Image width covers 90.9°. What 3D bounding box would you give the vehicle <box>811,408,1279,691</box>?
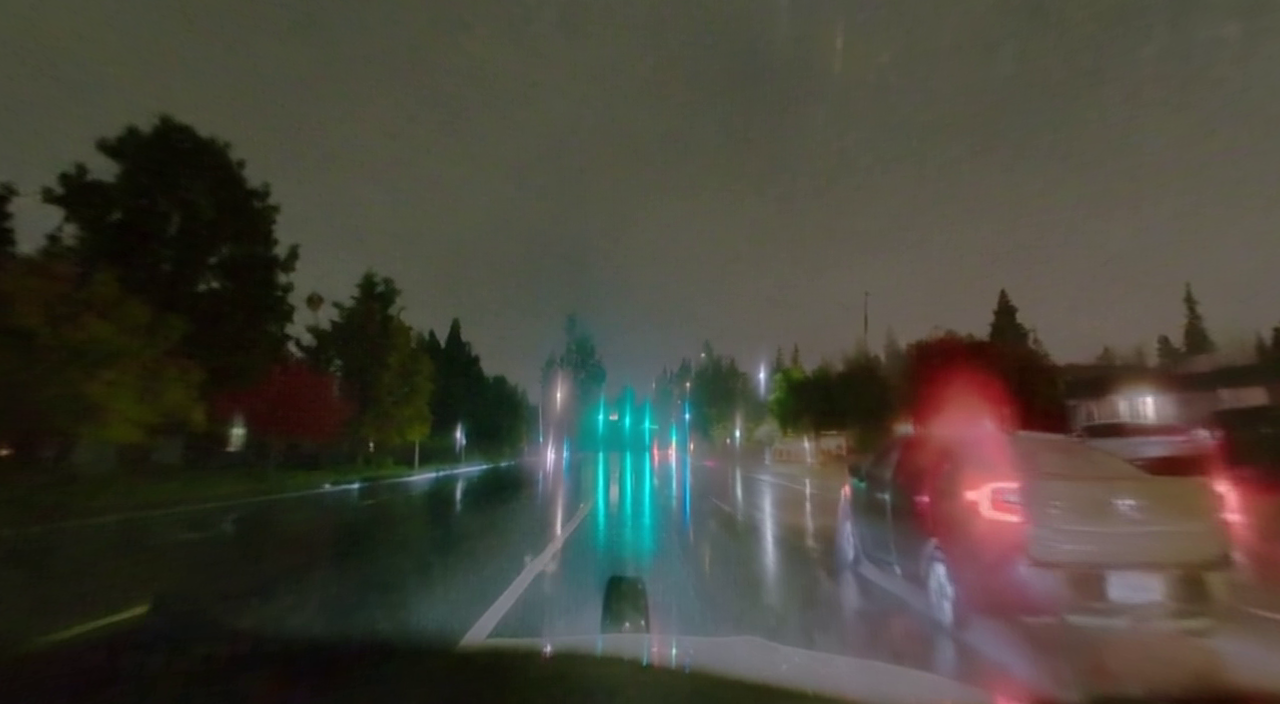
[{"bbox_3d":[3.167,1.359,5.549,2.134,1.476,4.327,0,-8,1],"label":"vehicle"}]
